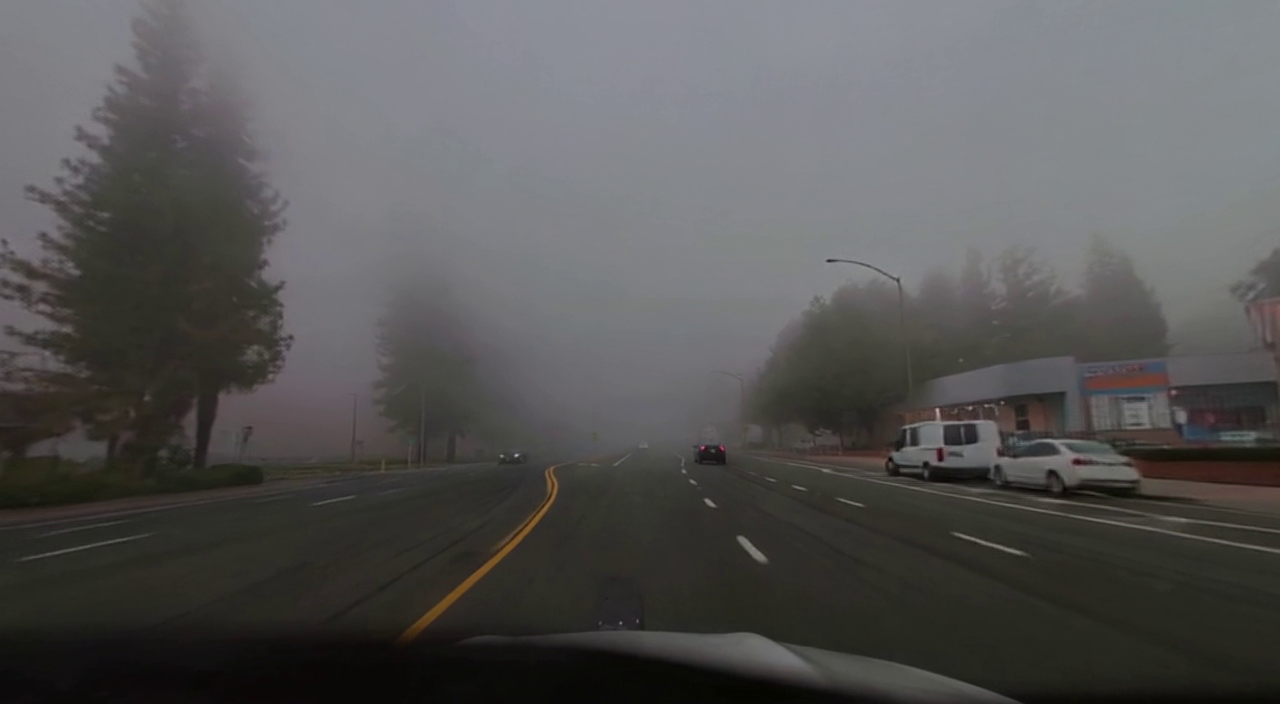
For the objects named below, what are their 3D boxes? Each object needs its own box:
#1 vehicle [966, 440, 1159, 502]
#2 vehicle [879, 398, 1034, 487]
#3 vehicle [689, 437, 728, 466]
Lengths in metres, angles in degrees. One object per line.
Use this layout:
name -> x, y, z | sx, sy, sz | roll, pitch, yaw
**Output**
vehicle -> 10.880, 3.080, 16.845 | 1.857, 1.411, 4.859 | 0, -9, 1
vehicle -> 10.949, 3.236, 22.580 | 2.507, 2.745, 5.779 | 0, -9, 0
vehicle -> 4.167, 6.103, 38.899 | 1.957, 1.643, 4.226 | 0, -9, 0
